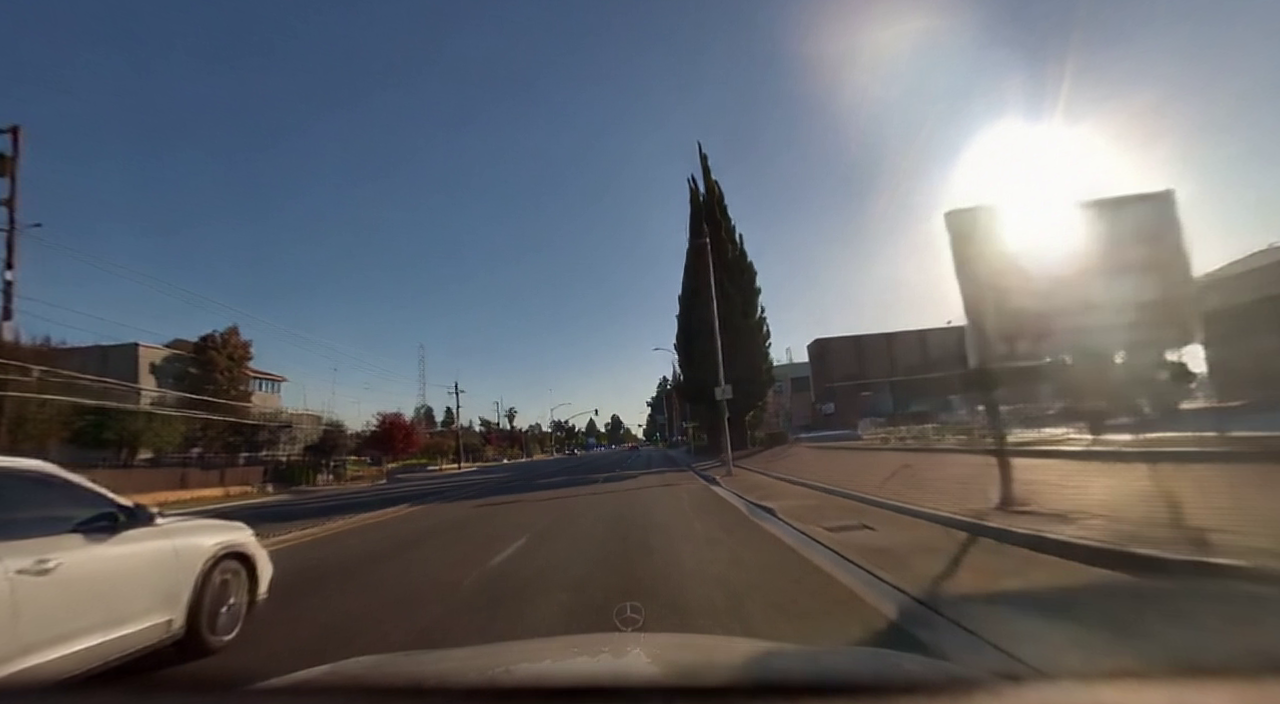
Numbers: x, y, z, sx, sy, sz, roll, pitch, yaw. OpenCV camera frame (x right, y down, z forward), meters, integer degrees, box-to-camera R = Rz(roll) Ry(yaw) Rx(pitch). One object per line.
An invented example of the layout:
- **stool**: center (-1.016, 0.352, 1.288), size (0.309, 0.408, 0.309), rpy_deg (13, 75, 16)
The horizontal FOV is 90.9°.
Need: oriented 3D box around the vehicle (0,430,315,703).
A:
- **vehicle**: center (-3.600, 1.075, 2.602), size (1.972, 1.490, 4.591), rpy_deg (0, -8, 2)
